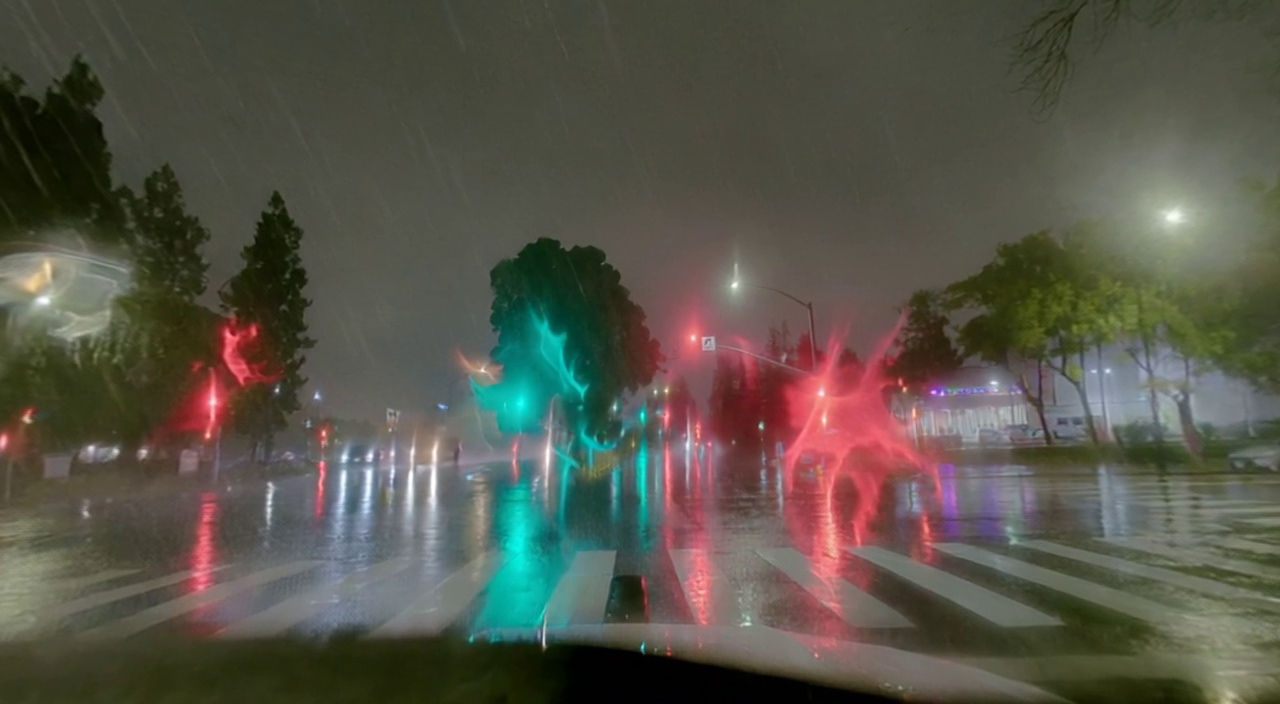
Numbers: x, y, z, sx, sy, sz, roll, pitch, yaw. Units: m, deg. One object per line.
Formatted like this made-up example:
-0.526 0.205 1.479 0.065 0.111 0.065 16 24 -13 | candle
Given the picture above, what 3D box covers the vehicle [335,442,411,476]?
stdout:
-14.832 5.926 35.367 2.169 1.753 4.640 0 -8 1 | vehicle
